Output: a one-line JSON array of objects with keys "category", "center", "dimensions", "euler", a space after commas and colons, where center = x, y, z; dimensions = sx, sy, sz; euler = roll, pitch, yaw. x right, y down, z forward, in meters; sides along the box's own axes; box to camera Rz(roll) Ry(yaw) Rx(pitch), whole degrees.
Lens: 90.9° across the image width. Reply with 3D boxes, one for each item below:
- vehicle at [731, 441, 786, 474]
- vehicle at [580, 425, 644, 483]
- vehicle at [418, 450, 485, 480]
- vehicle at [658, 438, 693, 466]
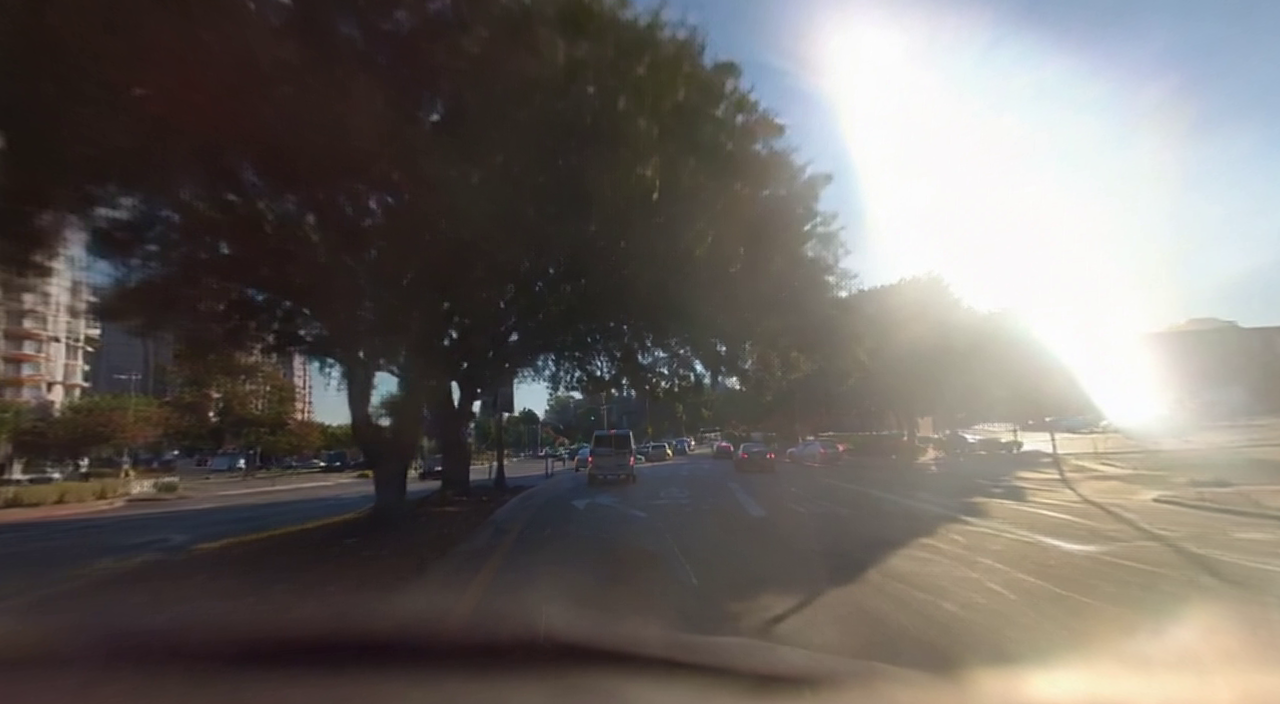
[{"category": "vehicle", "center": [5.865, 5.297, 31.783], "dimensions": [2.075, 1.486, 4.316], "euler": [-1, -9, 2]}, {"category": "vehicle", "center": [-1.064, 4.212, 26.127], "dimensions": [2.396, 2.143, 4.824], "euler": [0, -9, -1]}, {"category": "vehicle", "center": [-10.064, 6.076, 34.069], "dimensions": [1.965, 1.486, 4.494], "euler": [-1, -9, 4]}, {"category": "vehicle", "center": [2.496, 6.934, 43.728], "dimensions": [2.222, 1.841, 4.031], "euler": [-1, -9, 5]}]
